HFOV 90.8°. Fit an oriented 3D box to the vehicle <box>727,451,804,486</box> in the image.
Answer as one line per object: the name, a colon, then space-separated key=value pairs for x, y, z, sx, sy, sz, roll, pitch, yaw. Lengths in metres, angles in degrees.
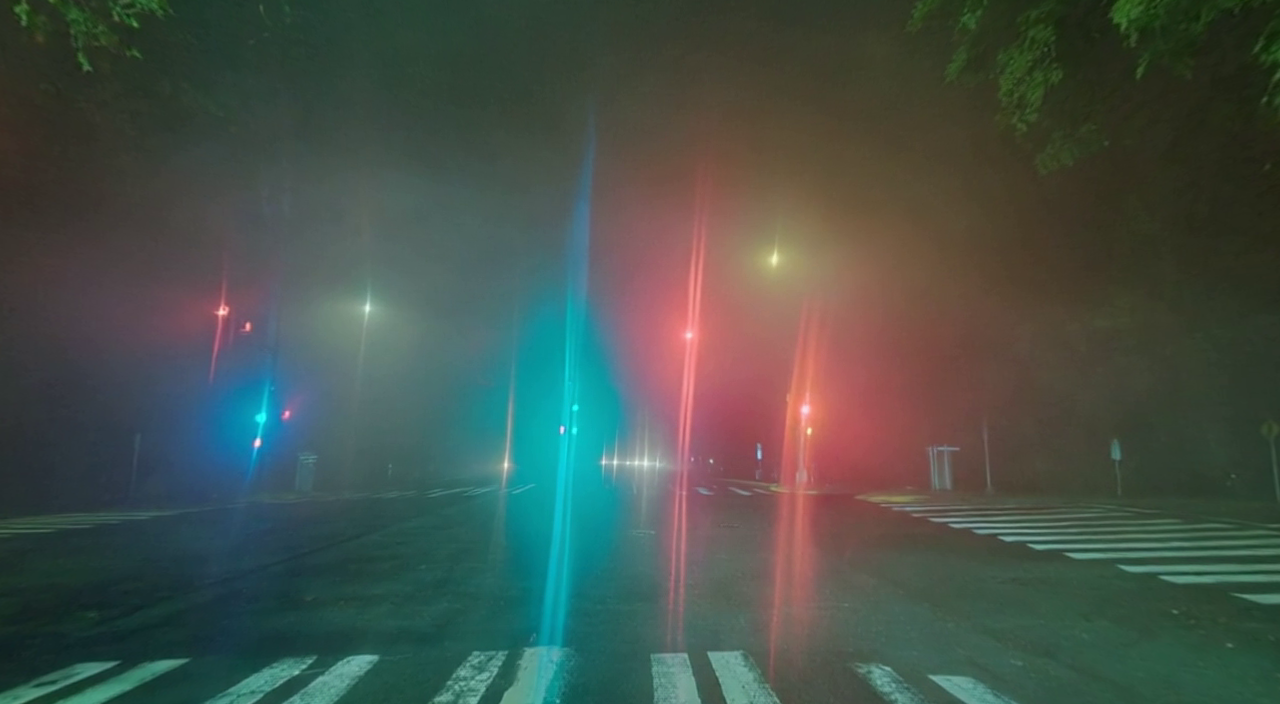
vehicle: x=8.824 y=8.254 z=45.449 sx=2.771 sy=2.214 sz=7.159 roll=2 pitch=-9 yaw=-12
